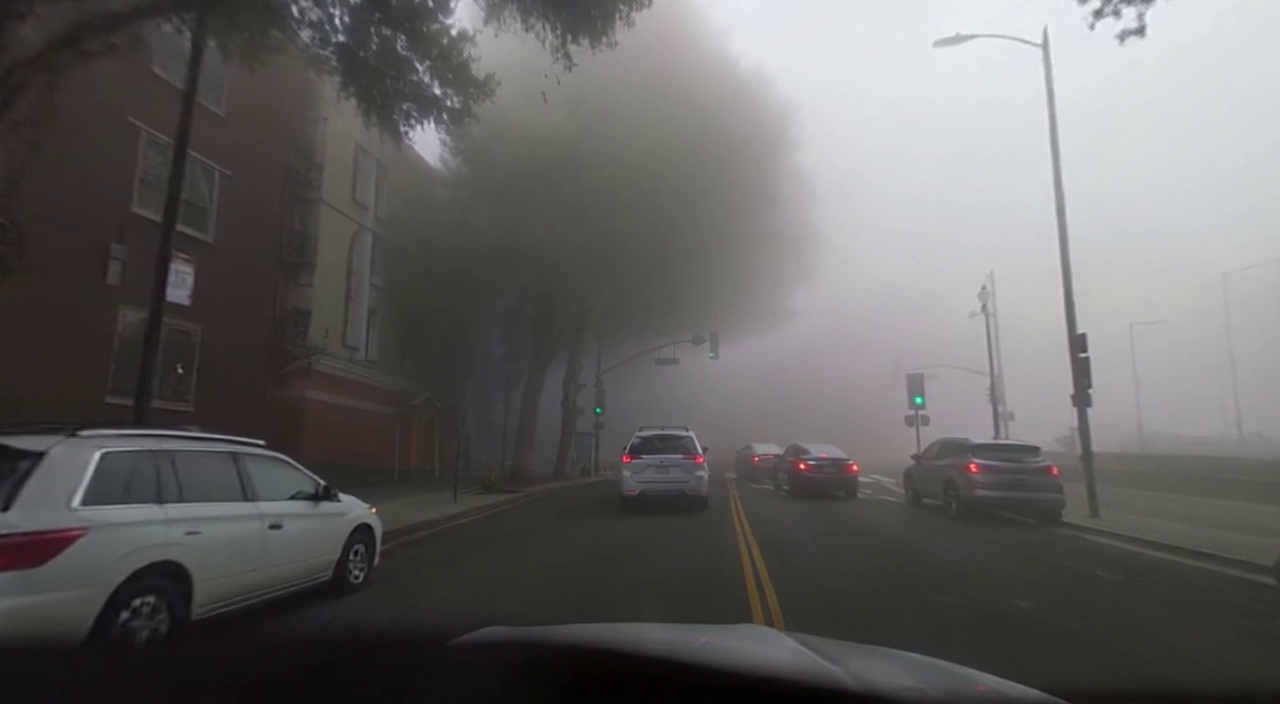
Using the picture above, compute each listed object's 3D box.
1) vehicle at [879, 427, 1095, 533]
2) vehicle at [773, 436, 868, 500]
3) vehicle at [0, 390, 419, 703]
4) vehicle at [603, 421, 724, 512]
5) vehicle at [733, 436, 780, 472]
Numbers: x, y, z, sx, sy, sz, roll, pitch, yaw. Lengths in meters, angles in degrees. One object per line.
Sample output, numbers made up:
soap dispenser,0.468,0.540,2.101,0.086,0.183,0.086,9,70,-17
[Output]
vehicle,7.057,2.631,13.763,2.093,1.815,5.441,-1,-9,6
vehicle,5.103,3.310,18.420,2.111,1.619,4.077,-1,-9,9
vehicle,-3.978,1.415,5.424,2.013,1.772,4.439,-2,-9,9
vehicle,0.789,2.730,15.561,2.333,1.832,5.200,-2,-9,9
vehicle,5.991,5.300,33.024,2.111,1.705,4.093,-1,-9,7
